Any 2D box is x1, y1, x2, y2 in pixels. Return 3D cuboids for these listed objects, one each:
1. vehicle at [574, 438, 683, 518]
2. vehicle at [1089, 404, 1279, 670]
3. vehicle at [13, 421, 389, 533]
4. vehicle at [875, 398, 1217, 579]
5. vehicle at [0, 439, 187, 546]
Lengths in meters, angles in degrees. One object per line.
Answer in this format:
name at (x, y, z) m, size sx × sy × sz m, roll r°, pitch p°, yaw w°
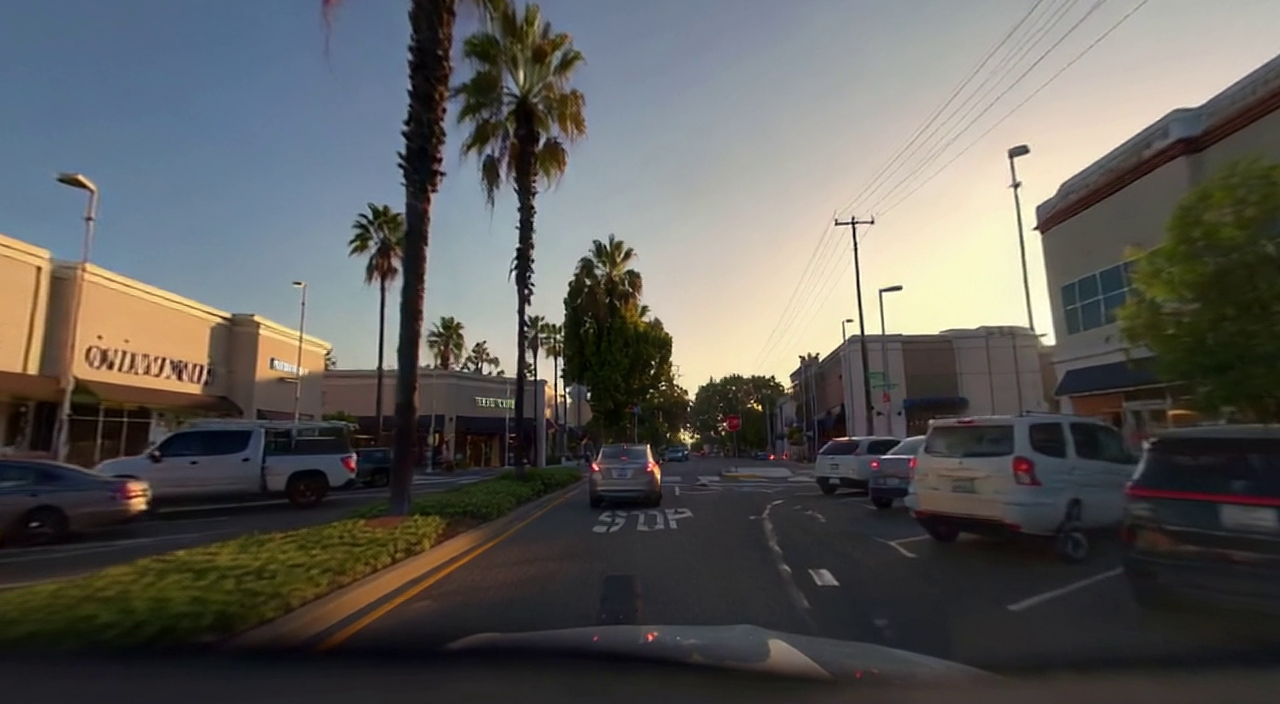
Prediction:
vehicle at (-0.082, 2.669, 13.875) m, size 2.031 × 1.479 × 3.969 m, roll -1°, pitch -9°, yaw 4°
vehicle at (5.348, 1.249, 4.883) m, size 4.105 × 1.509 × 1.839 m, roll 7°, pitch -11°, yaw -38°
vehicle at (-10.092, 2.802, 15.177) m, size 6.873 × 2.051 × 2.823 m, roll 8°, pitch -11°, yaw -43°
vehicle at (5.626, 1.667, 8.521) m, size 5.021 × 1.721 × 2.244 m, roll 7°, pitch -11°, yaw -38°
vehicle at (-10.552, 2.366, 10.954) m, size 4.190 × 1.660 × 1.959 m, roll 6°, pitch -11°, yaw -36°
